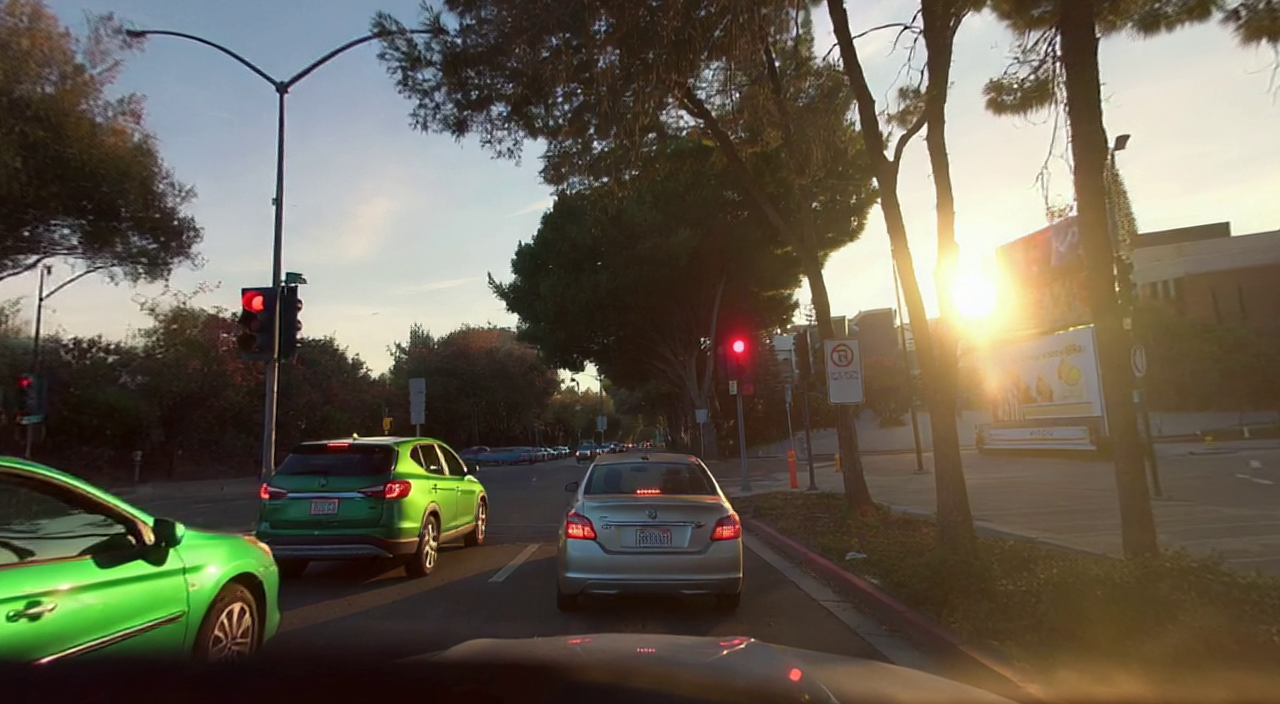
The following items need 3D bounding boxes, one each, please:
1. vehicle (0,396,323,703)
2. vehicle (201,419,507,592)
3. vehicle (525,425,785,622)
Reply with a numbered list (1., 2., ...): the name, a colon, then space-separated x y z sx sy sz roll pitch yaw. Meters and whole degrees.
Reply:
1. vehicle: -3.156 0.960 2.409 1.808 1.520 3.846 -1 -9 1
2. vehicle: -3.171 1.786 8.130 1.950 1.628 4.082 -1 -9 1
3. vehicle: 0.048 1.577 6.622 1.977 1.467 3.474 0 -9 -2
